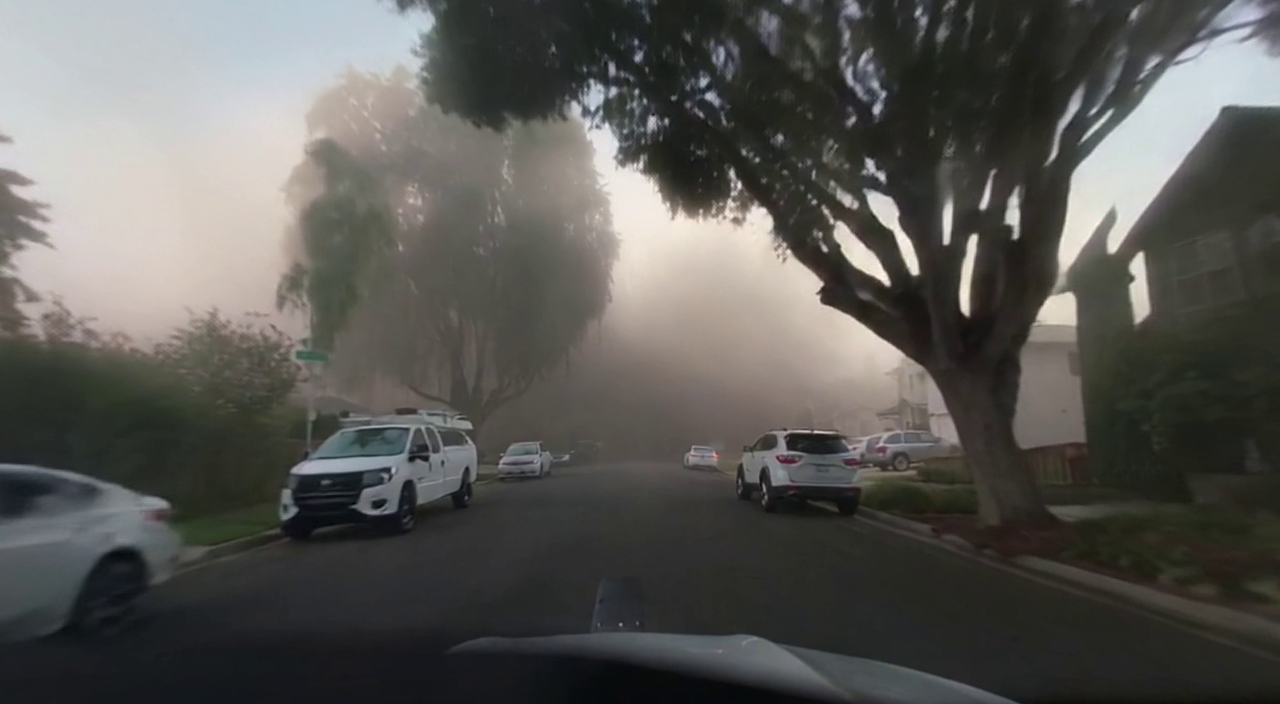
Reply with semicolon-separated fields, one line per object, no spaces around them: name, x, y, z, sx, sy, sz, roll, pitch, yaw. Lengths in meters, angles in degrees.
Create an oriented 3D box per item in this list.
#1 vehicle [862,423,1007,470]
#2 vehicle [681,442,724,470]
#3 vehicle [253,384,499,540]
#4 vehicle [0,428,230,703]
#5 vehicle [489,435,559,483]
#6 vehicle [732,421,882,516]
vehicle;12.292;3.965;26.602;5.043;1.865;2.026;0;-8;-1
vehicle;3.438;5.812;35.466;1.945;1.495;3.983;0;-8;-1
vehicle;-4.910;2.147;13.335;2.476;2.434;6.543;-1;-7;-1
vehicle;-4.435;1.159;3.111;2.031;1.479;4.497;-2;-7;-3
vehicle;-4.927;4.565;27.606;2.140;1.815;4.926;0;-7;0
vehicle;3.486;2.537;14.207;2.082;1.790;4.330;0;-9;-1
